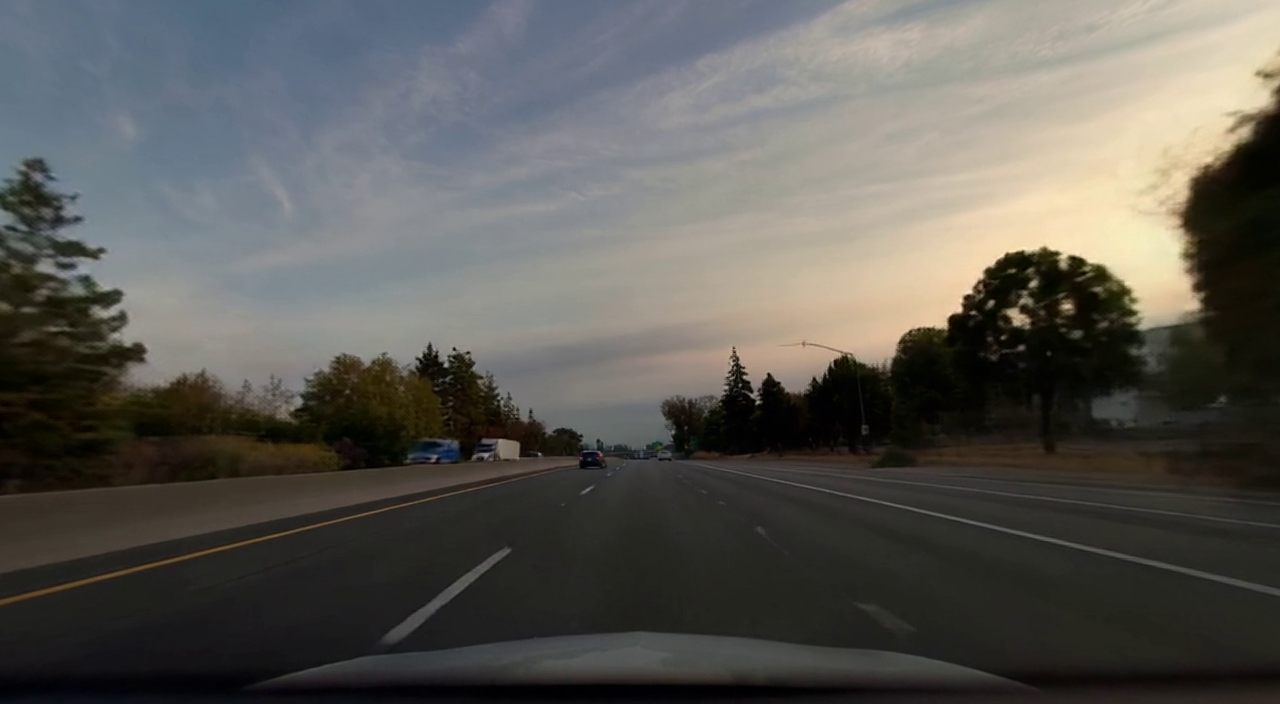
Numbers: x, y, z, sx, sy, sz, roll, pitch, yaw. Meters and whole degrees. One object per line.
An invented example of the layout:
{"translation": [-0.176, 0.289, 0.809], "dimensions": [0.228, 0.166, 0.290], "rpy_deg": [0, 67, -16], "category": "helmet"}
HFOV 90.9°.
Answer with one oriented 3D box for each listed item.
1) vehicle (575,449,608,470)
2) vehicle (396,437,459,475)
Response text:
{"translation": [-3.710, 8.318, 48.923], "dimensions": [2.128, 1.521, 5.409], "rpy_deg": [0, -9, 0], "category": "vehicle"}
{"translation": [-15.892, 7.843, 47.557], "dimensions": [2.400, 2.633, 6.390], "rpy_deg": [0, -9, 1], "category": "vehicle"}
